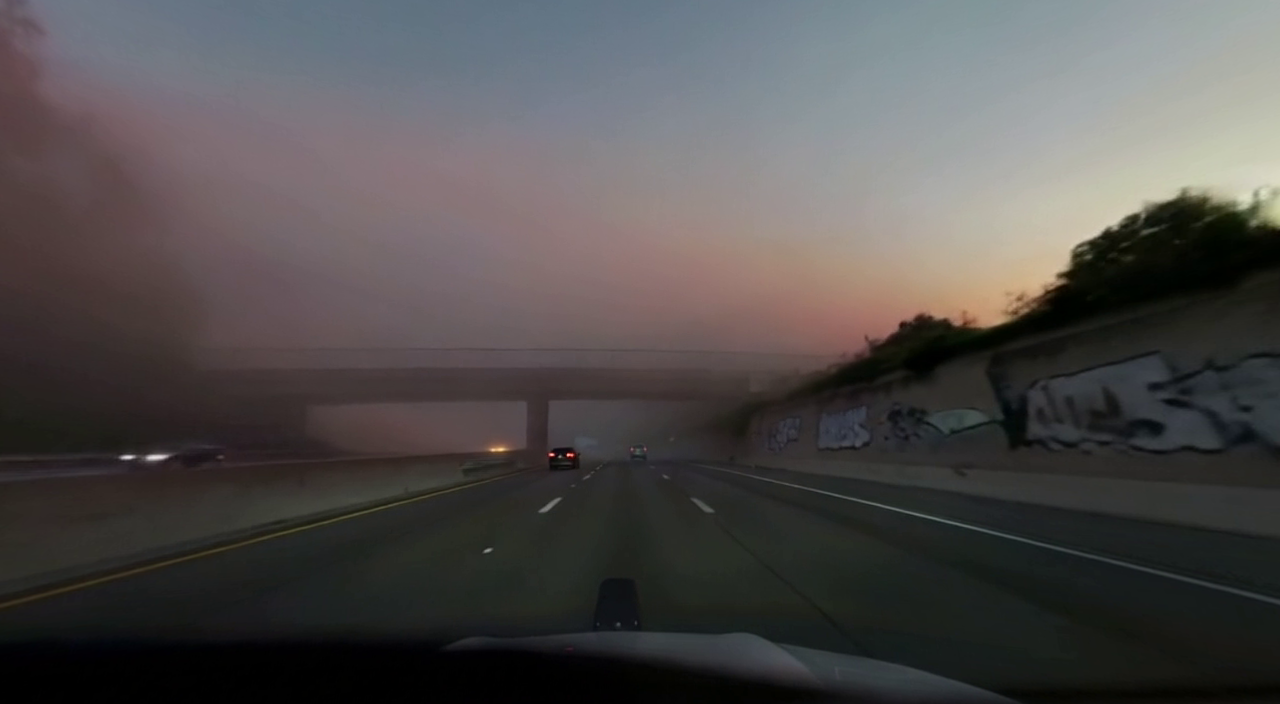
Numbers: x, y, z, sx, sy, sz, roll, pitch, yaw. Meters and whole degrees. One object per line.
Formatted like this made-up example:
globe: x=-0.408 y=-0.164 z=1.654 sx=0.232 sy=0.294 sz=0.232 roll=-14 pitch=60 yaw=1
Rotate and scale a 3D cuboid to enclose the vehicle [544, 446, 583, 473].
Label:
vehicle: x=-4.365 y=6.186 z=36.245 sx=1.871 sy=1.459 sz=3.771 roll=0 pitch=-9 yaw=-1
